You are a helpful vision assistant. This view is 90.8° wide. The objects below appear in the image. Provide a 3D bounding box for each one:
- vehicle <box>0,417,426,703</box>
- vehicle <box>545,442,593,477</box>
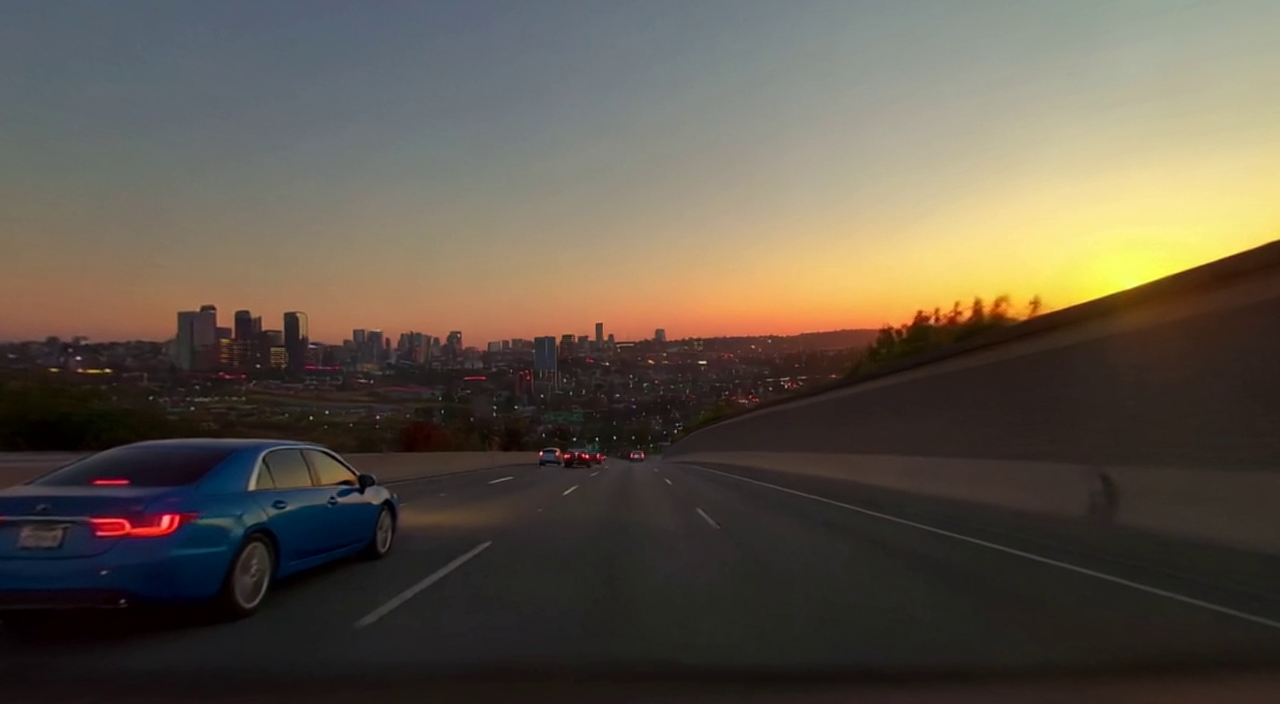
[{"bbox_3d":[-3.721,1.421,5.494,2.114,1.480,4.473,0,-9,0],"label":"vehicle"},{"bbox_3d":[-3.678,5.692,33.586,2.075,1.702,4.257,0,-9,0],"label":"vehicle"}]
